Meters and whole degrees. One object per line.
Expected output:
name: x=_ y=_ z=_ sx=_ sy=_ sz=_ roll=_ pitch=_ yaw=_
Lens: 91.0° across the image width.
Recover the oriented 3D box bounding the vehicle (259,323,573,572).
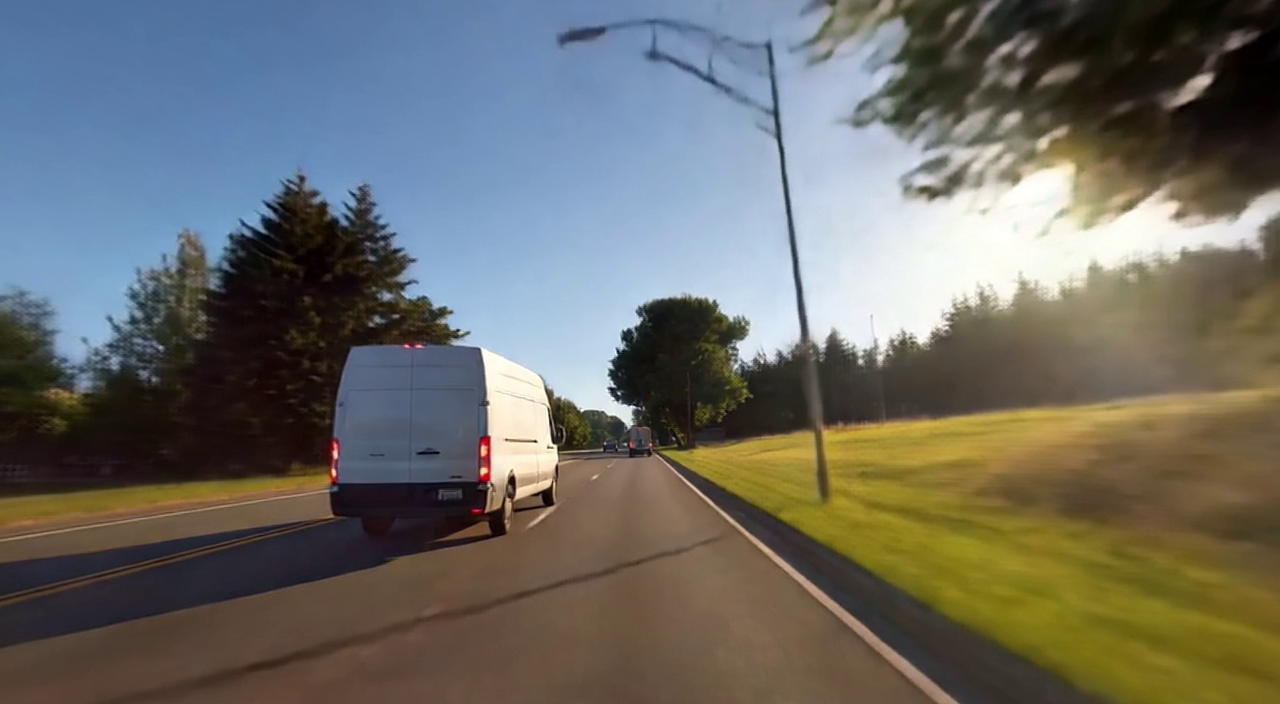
vehicle: x=-2.681 y=1.417 z=9.721 sx=2.497 sy=2.628 sz=6.016 roll=0 pitch=-8 yaw=1
